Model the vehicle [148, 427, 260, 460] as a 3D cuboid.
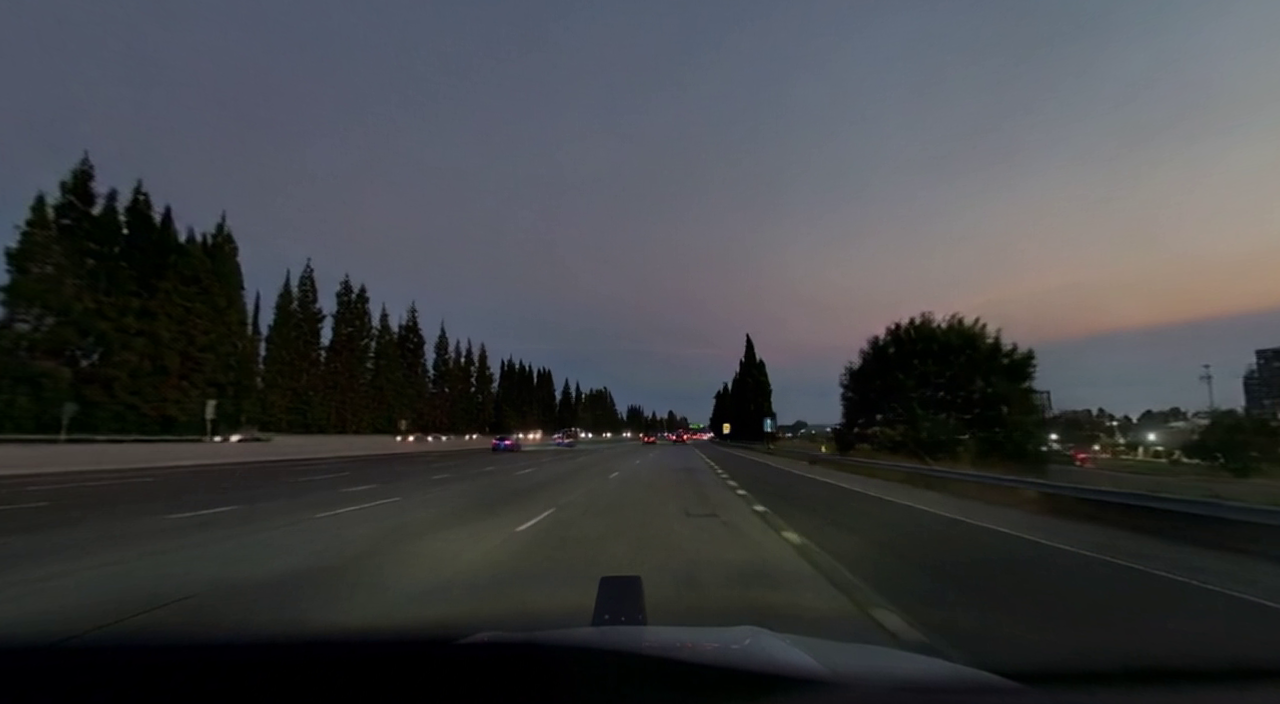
[{"bbox_3d":[-26.587,5.633,38.811,2.173,1.802,6.102,-1,-8,5],"label":"vehicle"}]
